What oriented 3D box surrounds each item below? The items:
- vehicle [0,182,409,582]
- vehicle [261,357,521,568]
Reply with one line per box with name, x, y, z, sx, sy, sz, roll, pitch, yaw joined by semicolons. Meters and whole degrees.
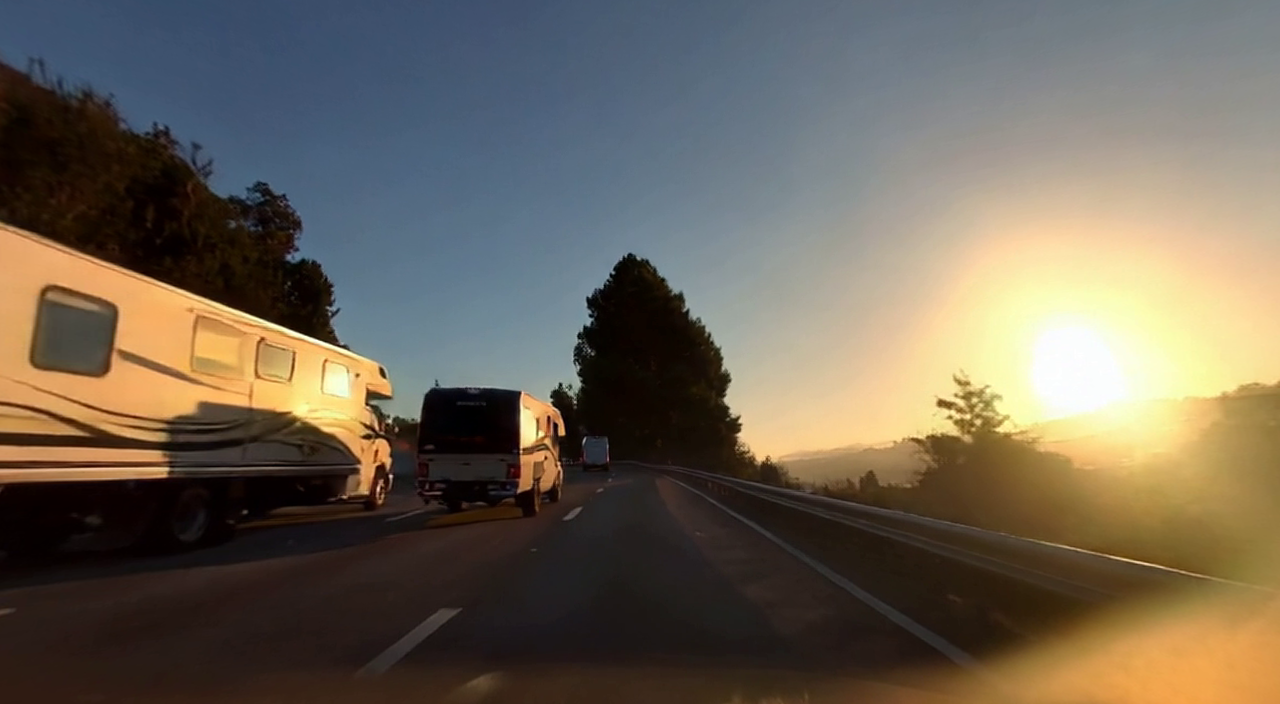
vehicle;-8.026;1.001;10.769;2.929;4.010;14.446;0;-9;-1
vehicle;-3.424;1.637;9.705;2.331;2.583;3.743;0;-9;1
